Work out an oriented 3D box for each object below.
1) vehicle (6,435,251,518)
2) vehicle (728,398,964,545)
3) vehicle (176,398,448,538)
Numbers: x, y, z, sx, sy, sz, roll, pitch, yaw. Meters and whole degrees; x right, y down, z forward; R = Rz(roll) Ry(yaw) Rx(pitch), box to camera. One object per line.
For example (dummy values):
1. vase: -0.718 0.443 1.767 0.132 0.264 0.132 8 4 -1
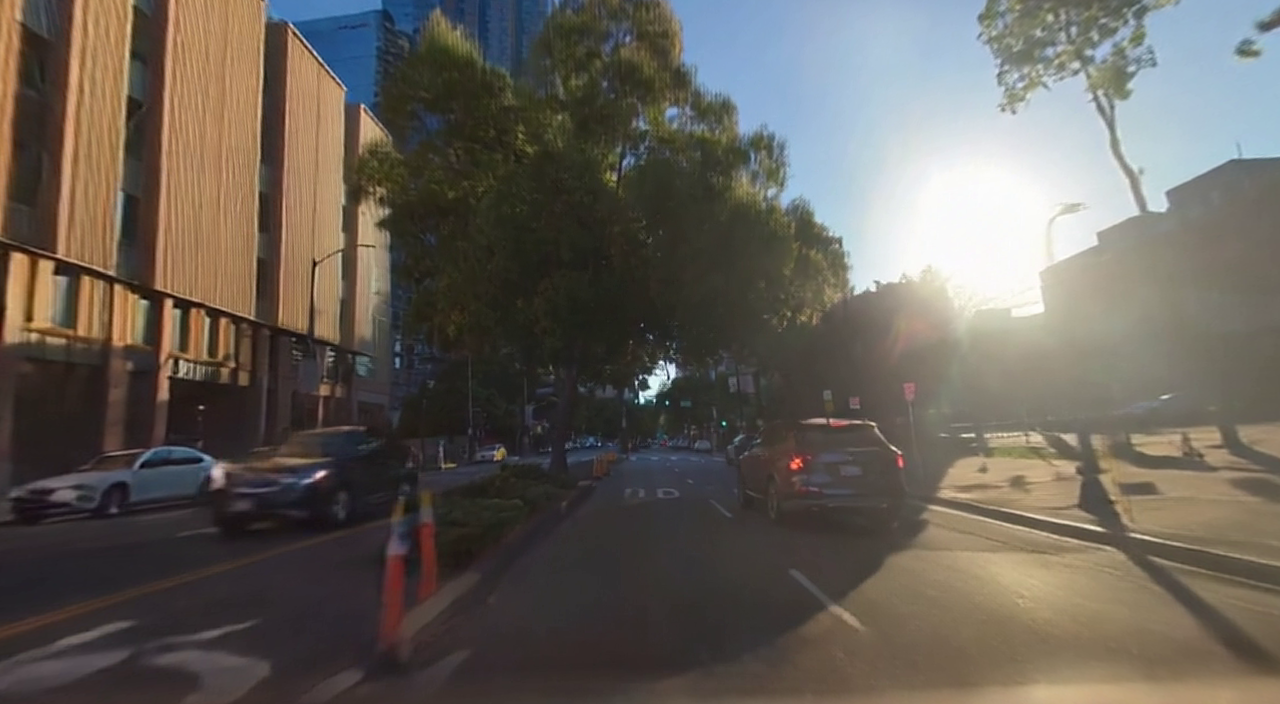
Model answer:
1. vehicle: -12.304 2.986 15.773 1.871 1.721 4.973 0 -8 1
2. vehicle: 2.981 1.900 10.730 2.118 1.848 5.426 0 -8 -1
3. vehicle: -5.198 1.926 11.060 2.030 1.881 4.994 0 -8 0
